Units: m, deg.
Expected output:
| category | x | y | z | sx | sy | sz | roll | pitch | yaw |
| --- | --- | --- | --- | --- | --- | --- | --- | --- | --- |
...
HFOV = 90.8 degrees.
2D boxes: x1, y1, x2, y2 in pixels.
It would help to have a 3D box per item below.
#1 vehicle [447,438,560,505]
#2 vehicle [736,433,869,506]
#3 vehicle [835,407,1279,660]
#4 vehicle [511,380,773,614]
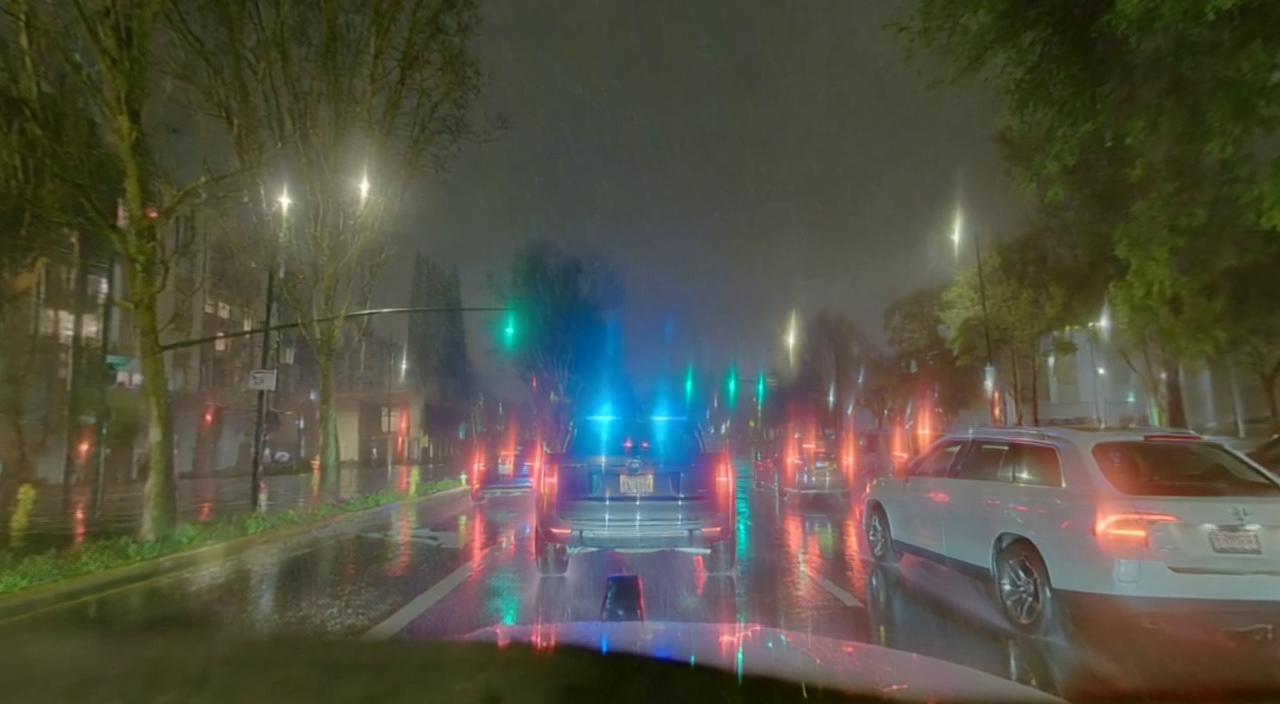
| category | x | y | z | sx | sy | sz | roll | pitch | yaw |
| --- | --- | --- | --- | --- | --- | --- | --- | --- | --- |
| vehicle | -3.305 | 2.983 | 16.207 | 1.913 | 1.464 | 4.276 | 0 | -8 | 0 |
| vehicle | 3.650 | 2.708 | 15.058 | 1.940 | 1.474 | 4.234 | 0 | -8 | -1 |
| vehicle | 3.638 | 1.407 | 6.072 | 1.995 | 1.483 | 4.533 | 0 | -8 | -1 |
| vehicle | -0.035 | 1.458 | 7.274 | 2.038 | 1.819 | 4.505 | 0 | -8 | -1 |
